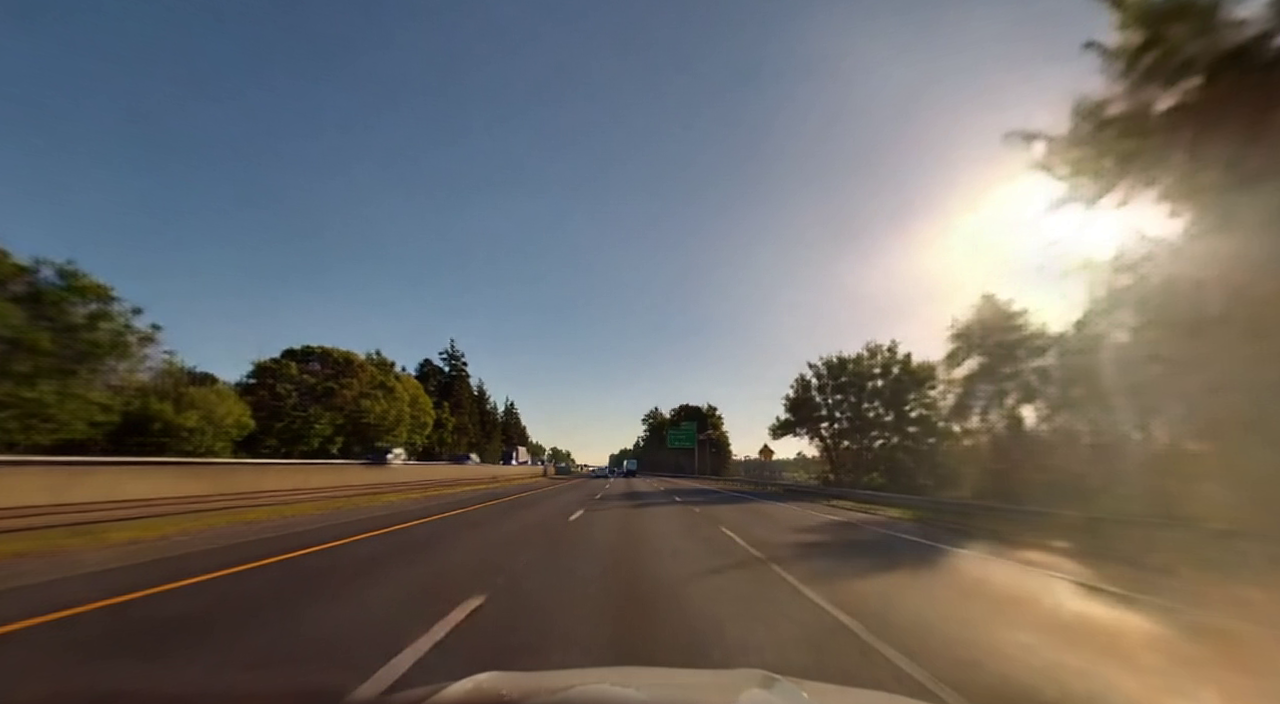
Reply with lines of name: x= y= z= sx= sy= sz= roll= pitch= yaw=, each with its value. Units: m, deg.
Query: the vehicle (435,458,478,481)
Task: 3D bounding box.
vehicle: x=-12.225 y=7.835 z=42.097 sx=1.753 sy=1.410 sz=3.655 roll=1 pitch=-10 yaw=0

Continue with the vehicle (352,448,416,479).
vehicle: x=-16.186 y=7.138 z=40.148 sx=2.012 sy=1.791 sz=4.992 roll=1 pitch=-10 yaw=0
